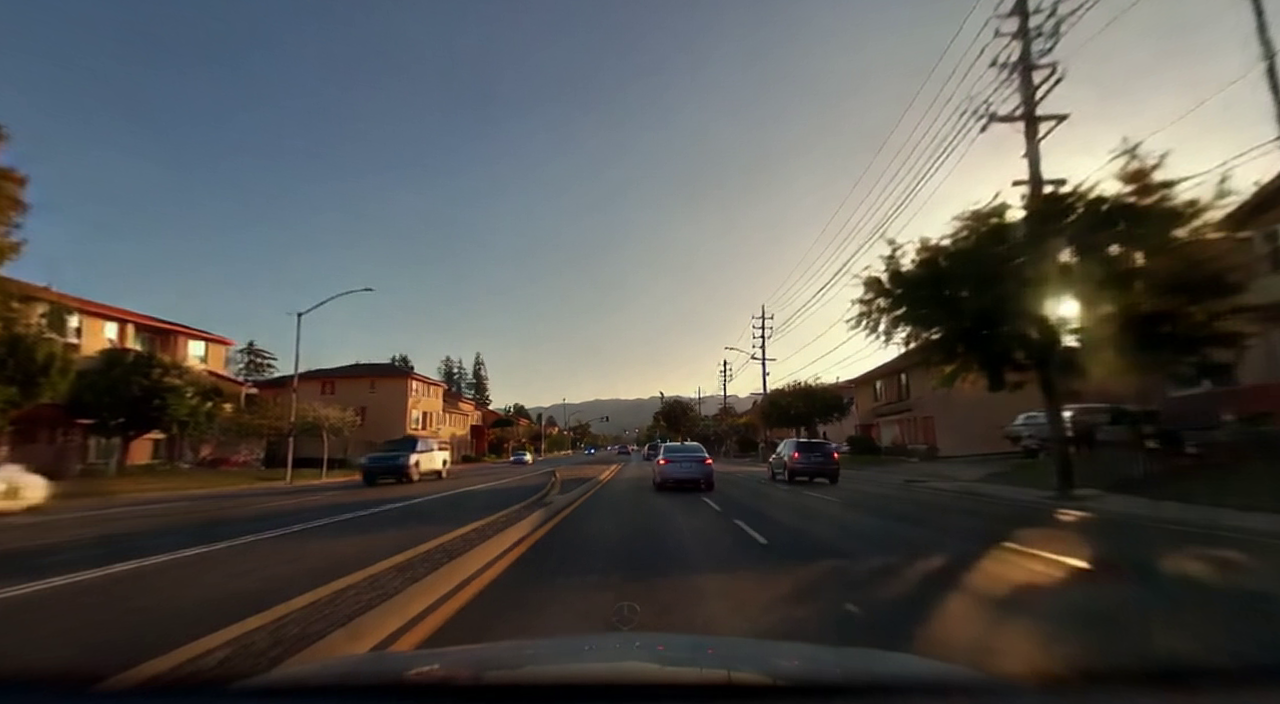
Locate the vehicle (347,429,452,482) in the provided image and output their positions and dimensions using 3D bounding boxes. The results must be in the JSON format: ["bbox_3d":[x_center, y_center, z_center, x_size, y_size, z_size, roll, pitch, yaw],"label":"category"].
[{"bbox_3d":[-10.632,4.666,28.481,2.423,2.132,5.881,0,-9,0],"label":"vehicle"}]

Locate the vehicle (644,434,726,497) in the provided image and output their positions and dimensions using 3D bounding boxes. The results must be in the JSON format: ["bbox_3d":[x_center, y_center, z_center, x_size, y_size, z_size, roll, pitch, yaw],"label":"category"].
[{"bbox_3d":[1.238,3.444,19.354,2.138,1.702,4.168,0,-9,-1],"label":"vehicle"}]

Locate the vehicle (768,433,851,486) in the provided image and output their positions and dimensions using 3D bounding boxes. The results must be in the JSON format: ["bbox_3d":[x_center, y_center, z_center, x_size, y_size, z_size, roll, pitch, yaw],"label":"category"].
[{"bbox_3d":[6.597,4.249,25.062,2.061,1.889,4.268,0,-9,0],"label":"vehicle"}]
